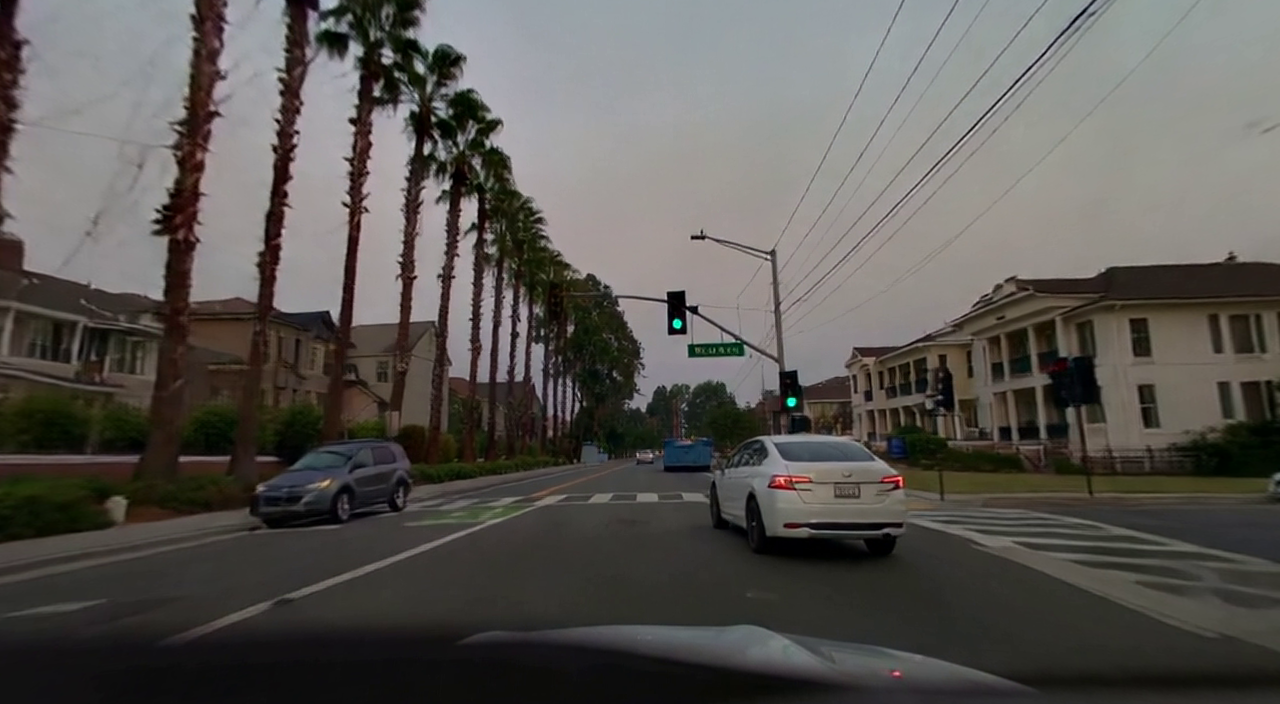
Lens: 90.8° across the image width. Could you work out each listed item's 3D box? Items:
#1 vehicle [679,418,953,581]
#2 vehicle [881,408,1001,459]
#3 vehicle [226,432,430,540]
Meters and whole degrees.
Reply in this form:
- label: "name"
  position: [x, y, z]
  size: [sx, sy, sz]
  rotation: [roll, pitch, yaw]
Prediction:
- label: "vehicle"
  position: [1.864, 1.776, 8.465]
  size: [2.096, 1.552, 4.519]
  rotation: [0, -9, -4]
- label: "vehicle"
  position: [17.734, 4.798, 37.449]
  size: [5.880, 2.540, 2.003]
  rotation: [-4, -6, 2]
- label: "vehicle"
  position: [-6.622, 2.799, 14.094]
  size: [2.069, 1.820, 4.388]
  rotation: [-3, -6, 5]
